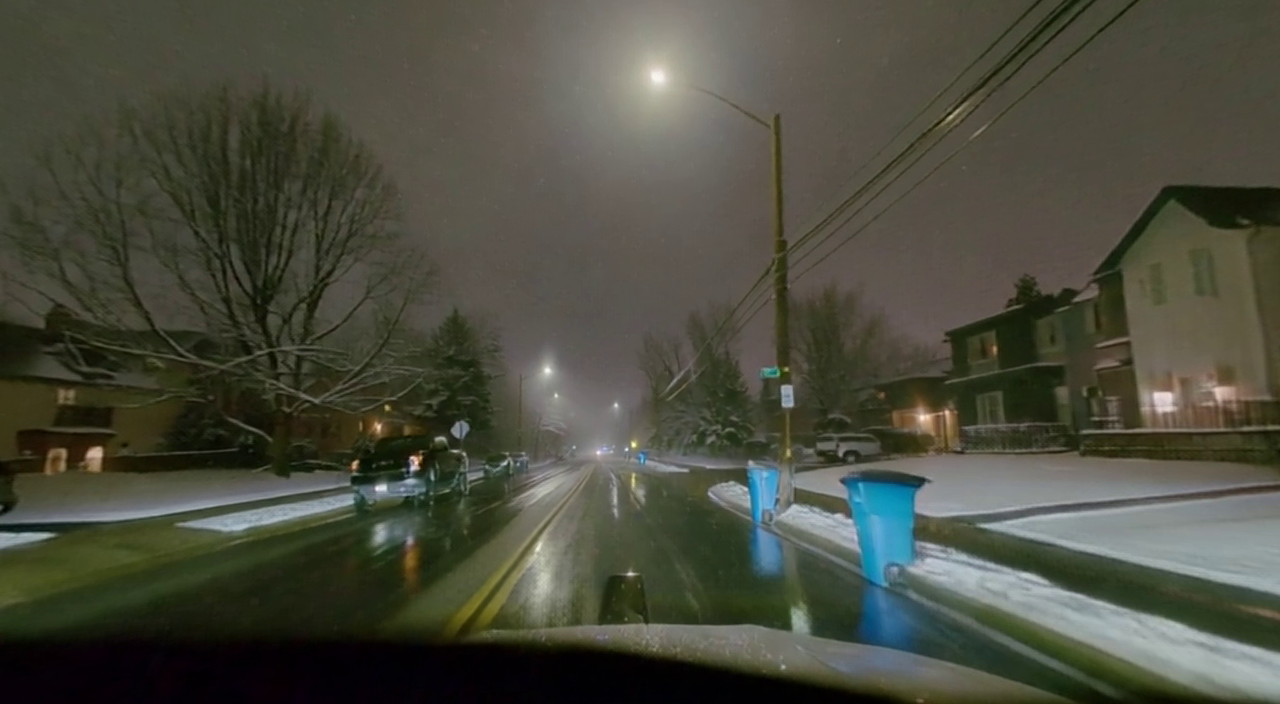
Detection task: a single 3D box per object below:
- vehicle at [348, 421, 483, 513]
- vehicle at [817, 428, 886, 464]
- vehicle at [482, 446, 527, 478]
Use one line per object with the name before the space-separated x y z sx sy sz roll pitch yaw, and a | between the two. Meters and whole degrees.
vehicle | -6.973 3.510 20.432 2.223 2.115 5.707 5 -4 -1
vehicle | 11.449 5.098 34.527 1.936 1.687 4.714 -4 -7 -2
vehicle | -8.041 6.539 37.761 1.945 1.530 4.430 -4 -7 -4
